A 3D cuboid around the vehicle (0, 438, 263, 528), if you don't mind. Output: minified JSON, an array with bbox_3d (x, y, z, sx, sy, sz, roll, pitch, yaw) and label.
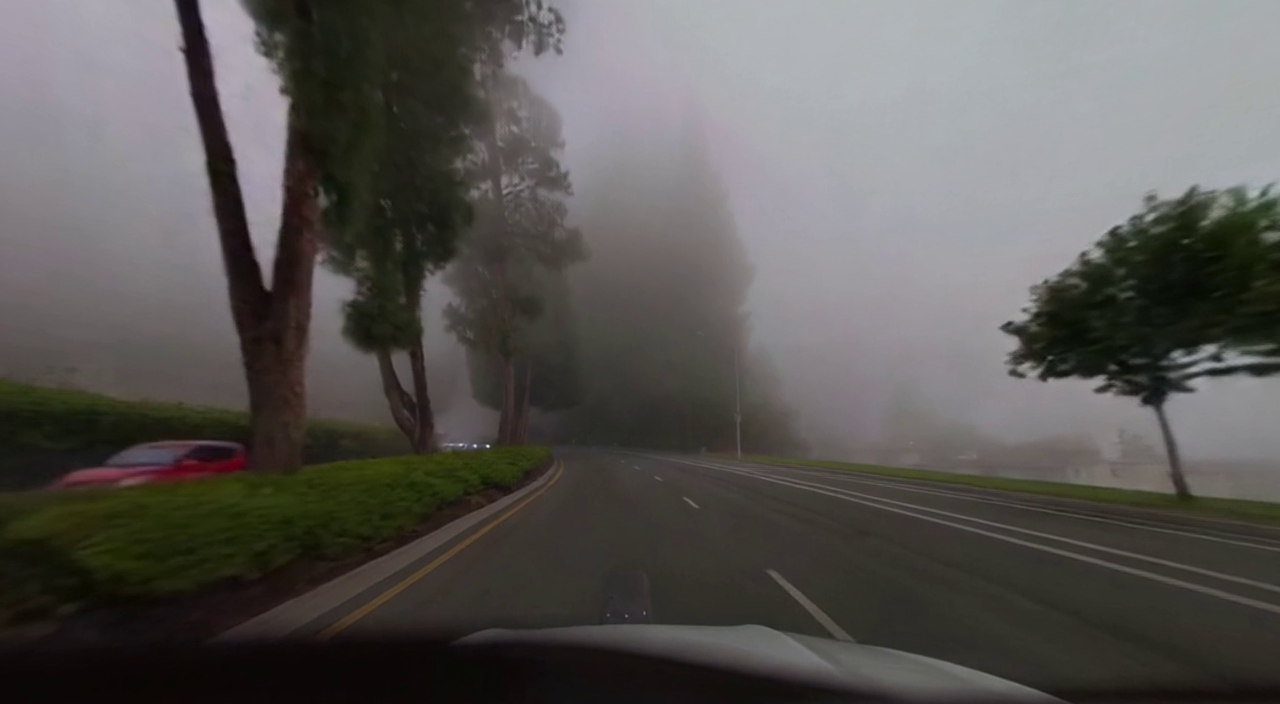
[{"bbox_3d":[-9.980,2.538,12.841,2.055,1.471,4.317,0,-9,-2],"label":"vehicle"}]
